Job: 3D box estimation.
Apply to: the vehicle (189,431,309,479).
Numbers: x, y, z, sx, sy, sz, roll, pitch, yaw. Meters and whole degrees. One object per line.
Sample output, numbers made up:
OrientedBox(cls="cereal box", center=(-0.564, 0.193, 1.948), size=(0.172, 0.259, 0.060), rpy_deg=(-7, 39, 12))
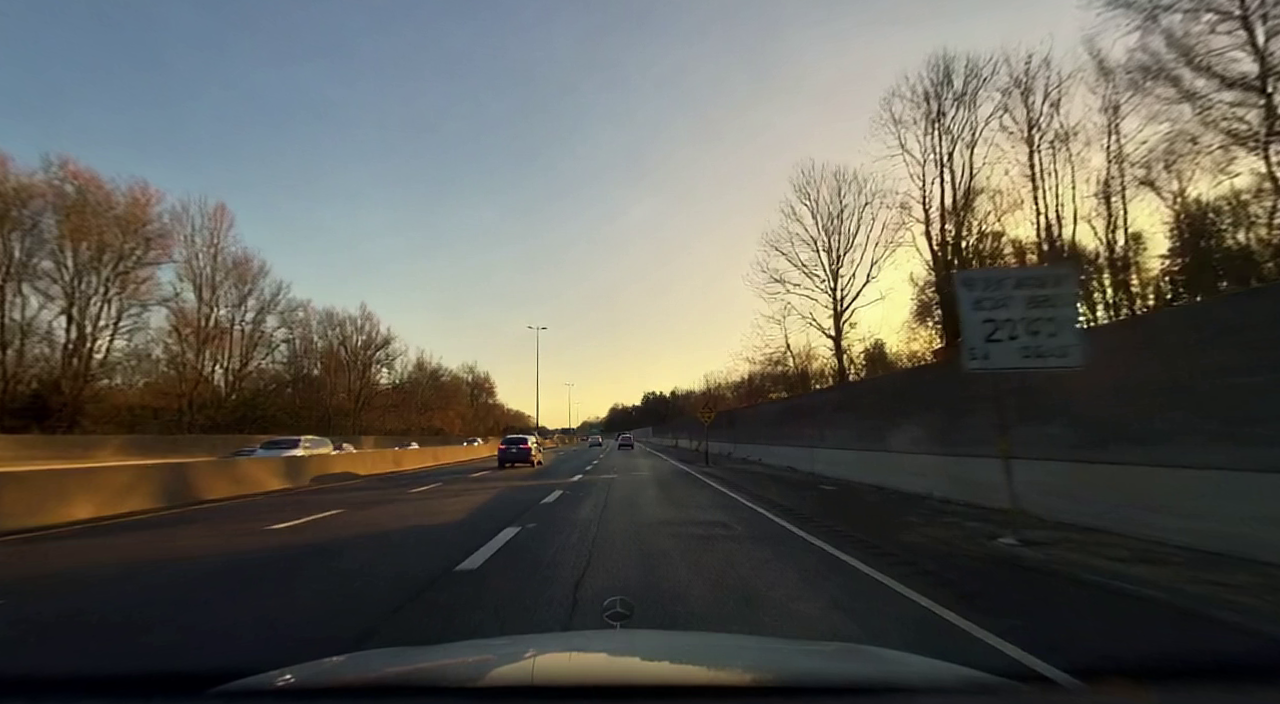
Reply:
OrientedBox(cls="vehicle", center=(-15.612, 4.122, 25.467), size=(1.996, 1.744, 4.578), rpy_deg=(0, -8, -1))

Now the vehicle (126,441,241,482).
OrientedBox(cls="vehicle", center=(-19.477, 4.650, 27.082), size=(1.838, 1.603, 4.208), rpy_deg=(0, -8, -1))

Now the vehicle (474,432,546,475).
OrientedBox(cls="vehicle", center=(-4.874, 3.841, 24.169), size=(1.988, 1.505, 4.044), rpy_deg=(0, -8, -2))

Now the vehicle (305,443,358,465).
OrientedBox(cls="vehicle", center=(-24.354, 8.028, 49.822), size=(1.896, 1.640, 4.744), rpy_deg=(0, -8, -1))
